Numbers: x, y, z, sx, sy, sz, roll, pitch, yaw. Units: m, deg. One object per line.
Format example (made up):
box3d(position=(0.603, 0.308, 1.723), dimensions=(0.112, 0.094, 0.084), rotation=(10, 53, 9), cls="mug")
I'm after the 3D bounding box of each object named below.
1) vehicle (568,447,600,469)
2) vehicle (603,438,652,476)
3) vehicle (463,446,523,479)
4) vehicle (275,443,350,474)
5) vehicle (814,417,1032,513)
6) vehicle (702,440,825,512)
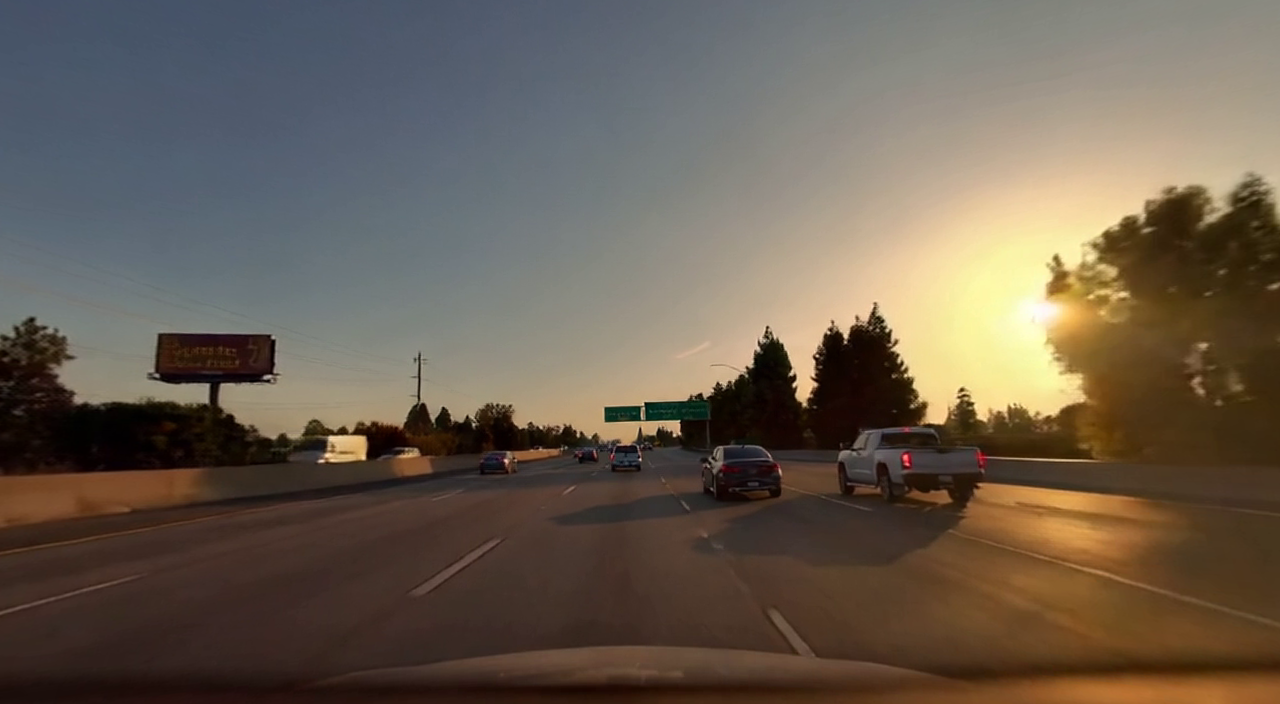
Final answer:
box3d(position=(-4.047, 7.711, 46.164), dimensions=(1.935, 1.487, 4.076), rotation=(0, -8, 0), cls="vehicle")
box3d(position=(-0.620, 5.388, 32.662), dimensions=(2.323, 1.805, 4.729), rotation=(0, -8, 0), cls="vehicle")
box3d(position=(-7.251, 5.475, 31.541), dimensions=(1.920, 1.482, 4.385), rotation=(0, -8, 0), cls="vehicle")
box3d(position=(-19.175, 6.227, 37.236), dimensions=(1.845, 1.731, 4.715), rotation=(0, -8, 1), cls="vehicle")
box3d(position=(6.515, 2.707, 15.722), dimensions=(2.635, 1.919, 5.907), rotation=(0, -8, -1), cls="vehicle")
box3d(position=(2.768, 2.870, 15.198), dimensions=(2.011, 1.462, 4.286), rotation=(0, -8, -1), cls="vehicle")
